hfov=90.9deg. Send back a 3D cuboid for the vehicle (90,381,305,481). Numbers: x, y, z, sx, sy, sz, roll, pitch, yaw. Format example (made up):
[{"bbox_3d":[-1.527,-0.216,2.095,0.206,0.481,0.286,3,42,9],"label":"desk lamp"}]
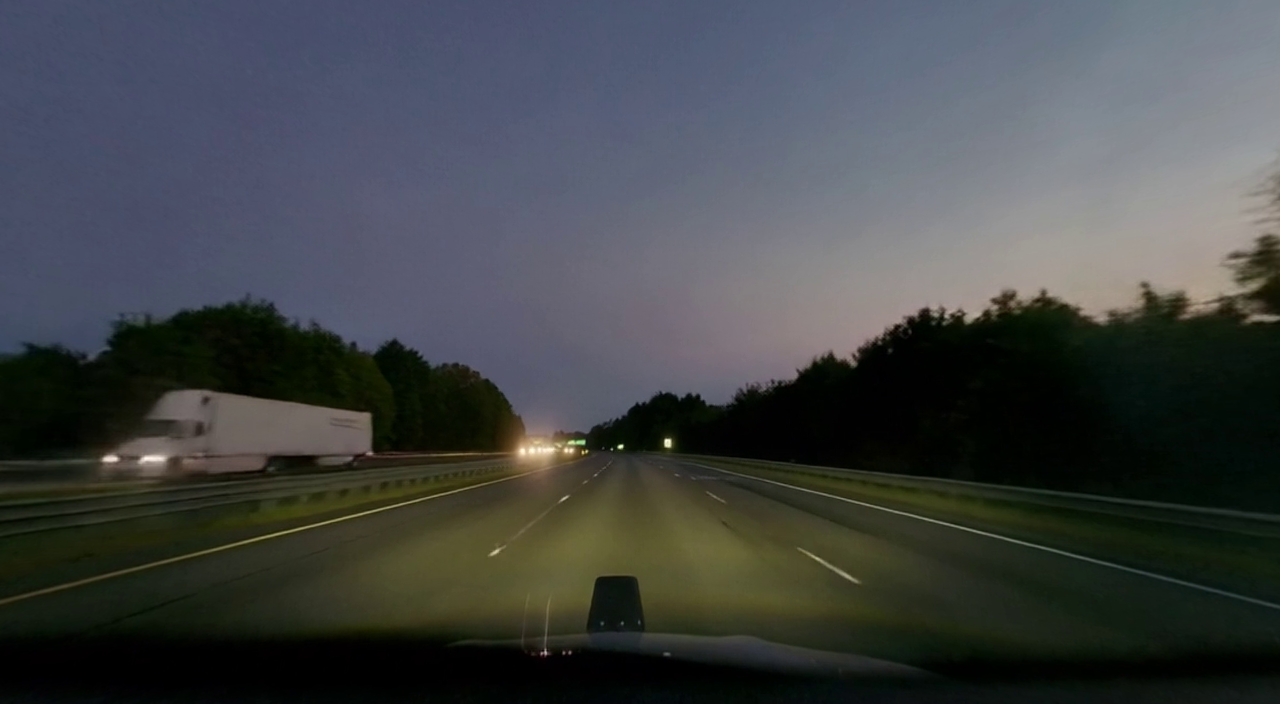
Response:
[{"bbox_3d":[-16.151,3.082,23.910,2.828,3.195,7.192,0,-9,0],"label":"vehicle"}]
